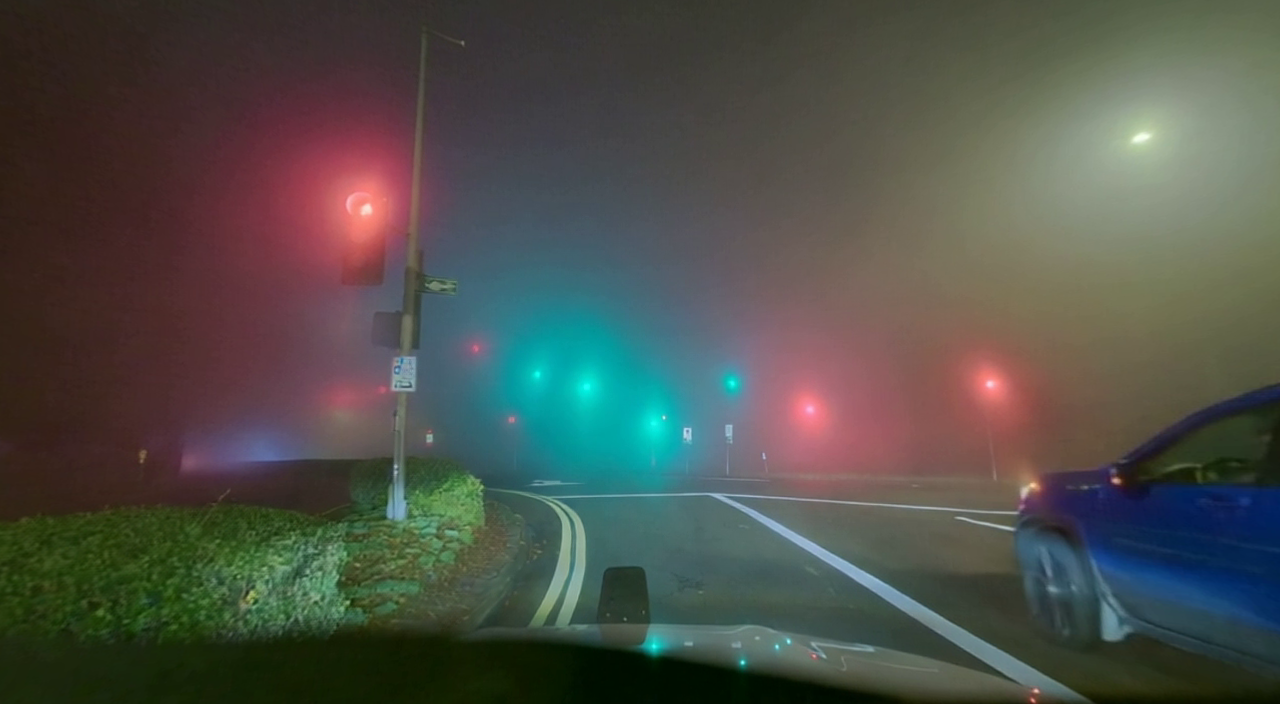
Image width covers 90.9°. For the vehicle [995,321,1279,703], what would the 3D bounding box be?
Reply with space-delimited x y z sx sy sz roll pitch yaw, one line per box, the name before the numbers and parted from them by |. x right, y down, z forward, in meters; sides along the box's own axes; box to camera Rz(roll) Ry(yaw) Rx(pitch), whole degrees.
vehicle | 3.794 0.704 2.185 2.284 1.788 4.871 -1 -8 0
